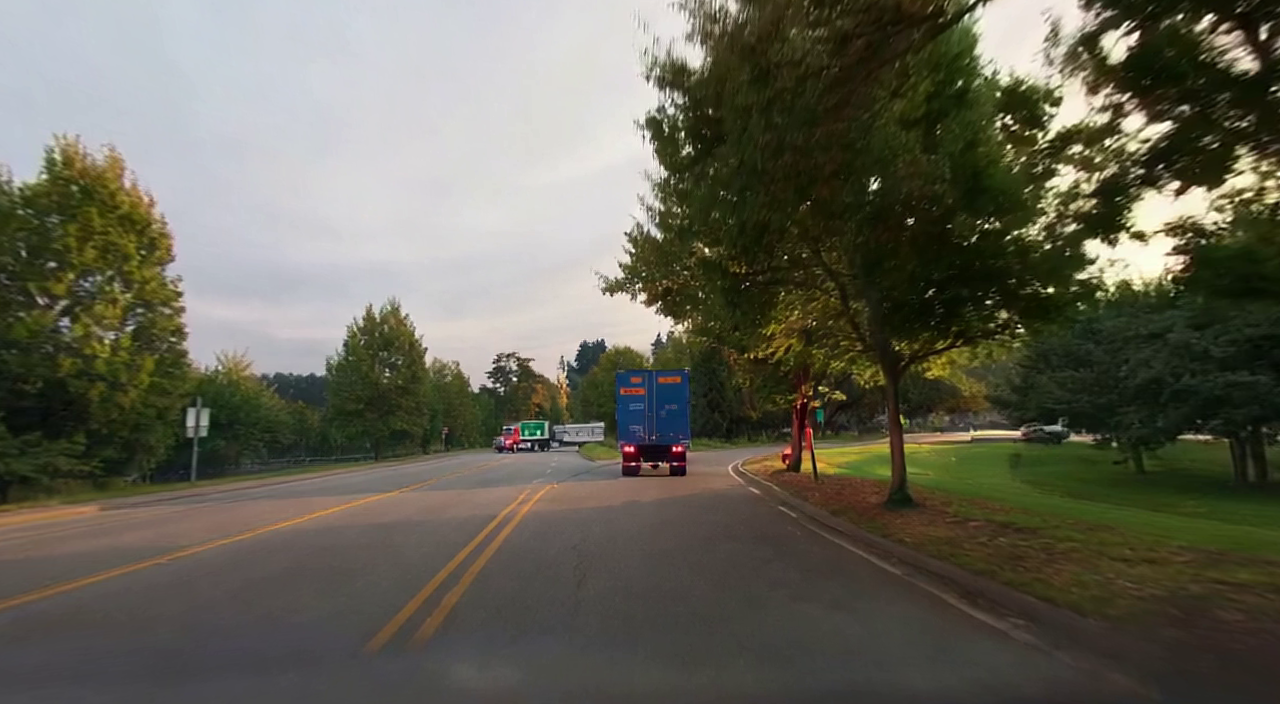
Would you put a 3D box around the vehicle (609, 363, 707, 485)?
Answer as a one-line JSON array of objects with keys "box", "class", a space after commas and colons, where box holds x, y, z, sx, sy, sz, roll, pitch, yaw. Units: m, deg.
[{"box": [0.805, 2.799, 23.730, 2.937, 3.647, 9.344, -1, -8, 3], "class": "vehicle"}]
